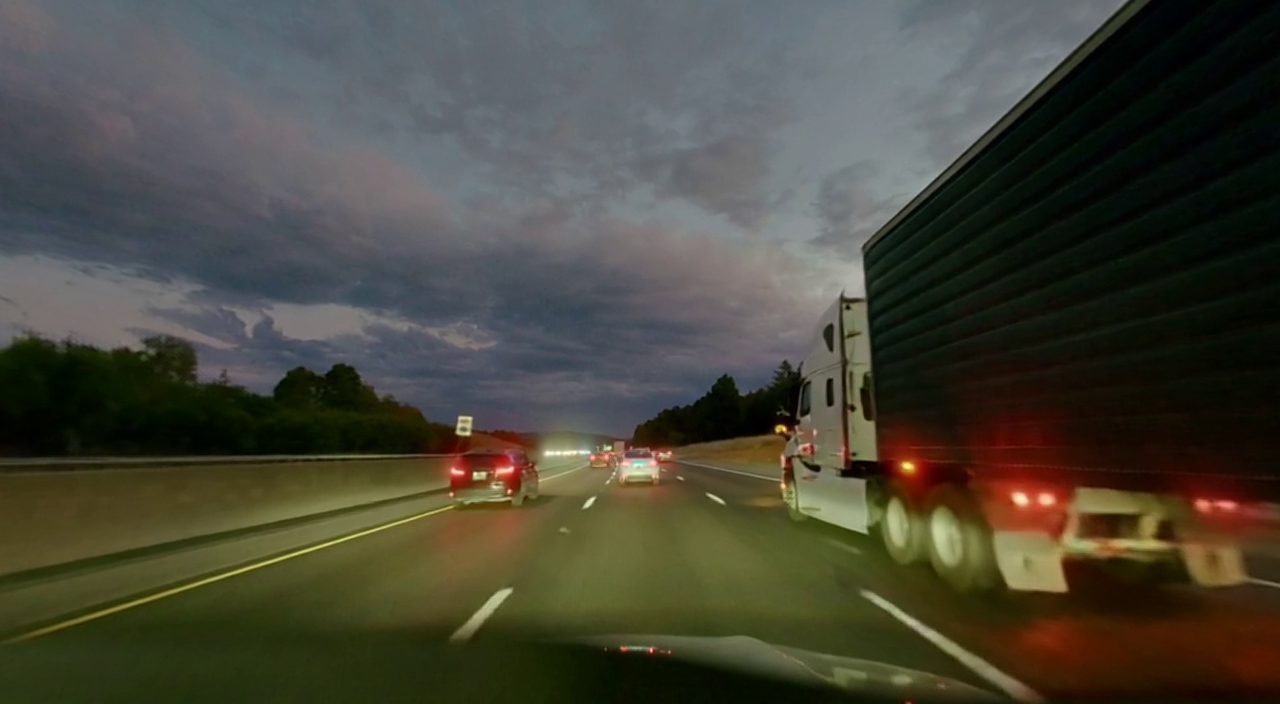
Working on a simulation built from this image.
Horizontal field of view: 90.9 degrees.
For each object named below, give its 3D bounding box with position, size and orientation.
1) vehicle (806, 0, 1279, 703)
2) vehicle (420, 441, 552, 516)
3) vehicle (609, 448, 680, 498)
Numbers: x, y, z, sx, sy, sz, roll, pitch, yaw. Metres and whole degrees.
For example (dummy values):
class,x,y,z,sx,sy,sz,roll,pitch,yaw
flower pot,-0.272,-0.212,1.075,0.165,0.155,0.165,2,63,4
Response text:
class,x,y,z,sx,sy,sz,roll,pitch,yaw
vehicle,4.463,-0.103,3.846,2.905,4.109,14.332,0,-9,0
vehicle,-3.604,3.056,15.725,2.153,1.581,4.375,0,-9,0
vehicle,0.088,3.781,20.036,2.023,1.400,4.028,0,-9,-1
